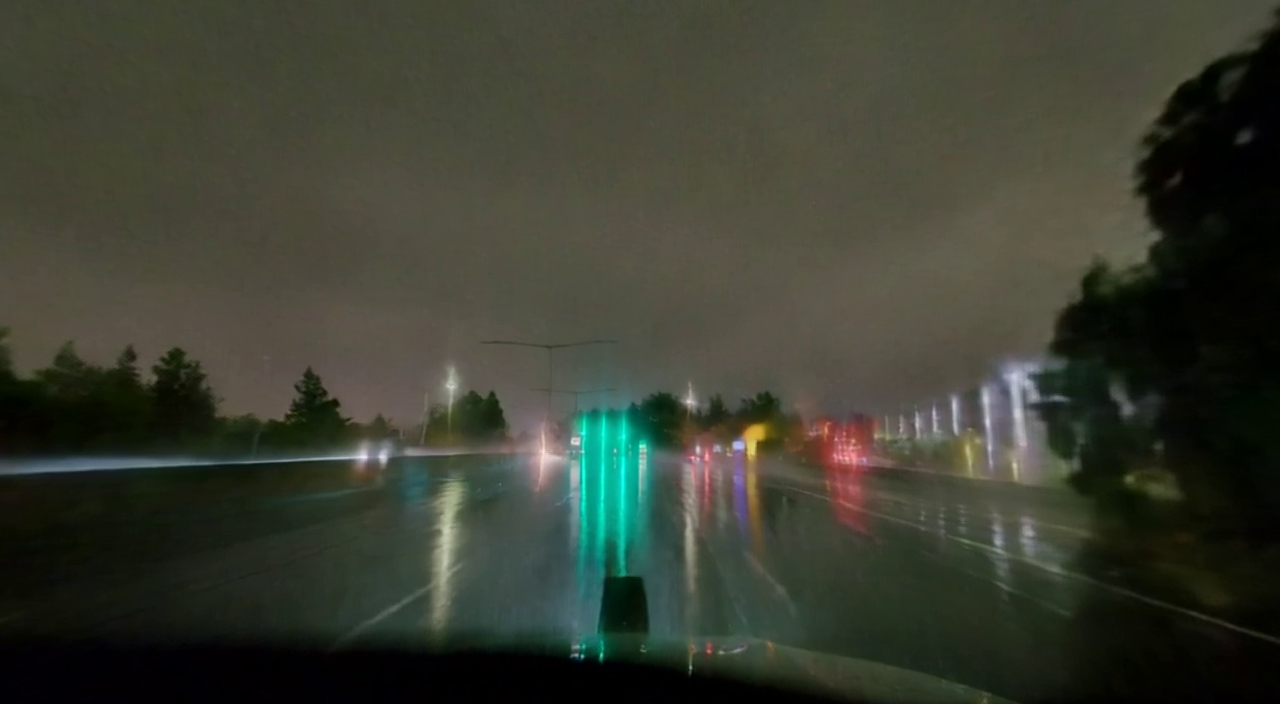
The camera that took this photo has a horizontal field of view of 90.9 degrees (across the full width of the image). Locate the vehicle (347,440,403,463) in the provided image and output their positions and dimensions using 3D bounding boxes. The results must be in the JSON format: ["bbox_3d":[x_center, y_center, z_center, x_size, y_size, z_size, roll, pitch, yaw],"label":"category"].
[{"bbox_3d":[-19.388,7.306,46.361,1.954,1.614,4.884,0,-9,0],"label":"vehicle"}]
